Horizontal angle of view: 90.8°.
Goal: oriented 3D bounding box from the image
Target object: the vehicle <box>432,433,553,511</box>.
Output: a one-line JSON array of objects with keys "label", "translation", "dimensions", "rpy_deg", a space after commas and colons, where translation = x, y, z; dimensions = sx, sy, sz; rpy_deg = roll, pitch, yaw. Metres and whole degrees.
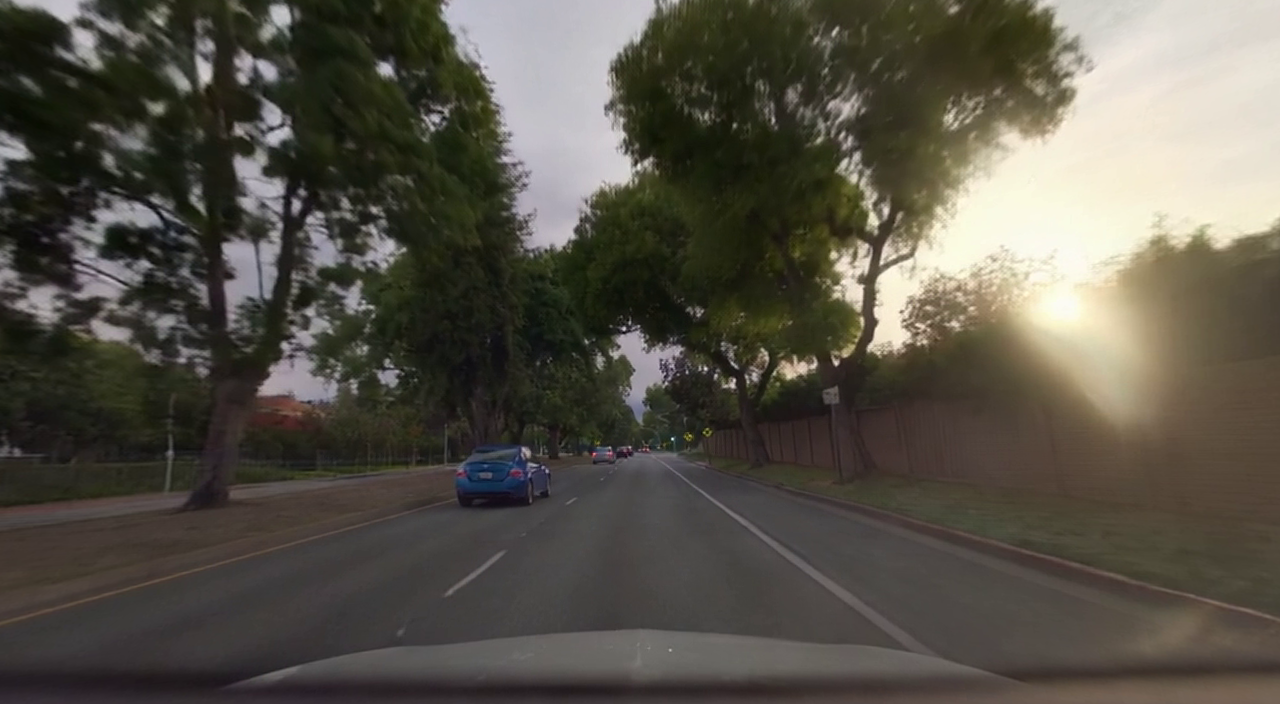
[{"label": "vehicle", "translation": [-3.477, 2.925, 15.832], "dimensions": [1.919, 1.650, 4.546], "rpy_deg": [0, -9, 0]}]
